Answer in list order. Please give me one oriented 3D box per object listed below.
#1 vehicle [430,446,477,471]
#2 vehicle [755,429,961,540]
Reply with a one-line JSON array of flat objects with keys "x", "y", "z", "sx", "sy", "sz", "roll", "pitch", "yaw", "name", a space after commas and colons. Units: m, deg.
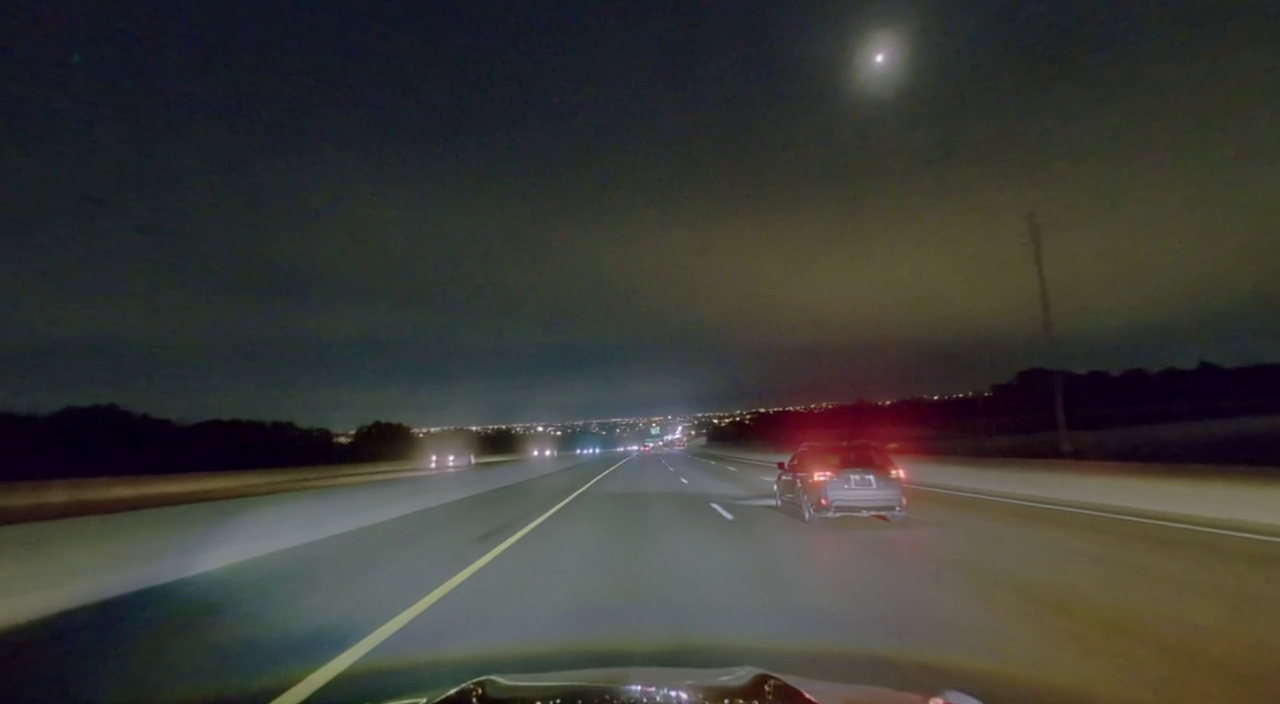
[{"x": -14.542, "y": 8.333, "z": 49.503, "sx": 2.106, "sy": 1.809, "sz": 4.622, "roll": 0, "pitch": -8, "yaw": 1, "name": "vehicle"}, {"x": 3.481, "y": 2.198, "z": 11.197, "sx": 1.982, "sy": 1.533, "sz": 4.612, "roll": 0, "pitch": -8, "yaw": 0, "name": "vehicle"}]
